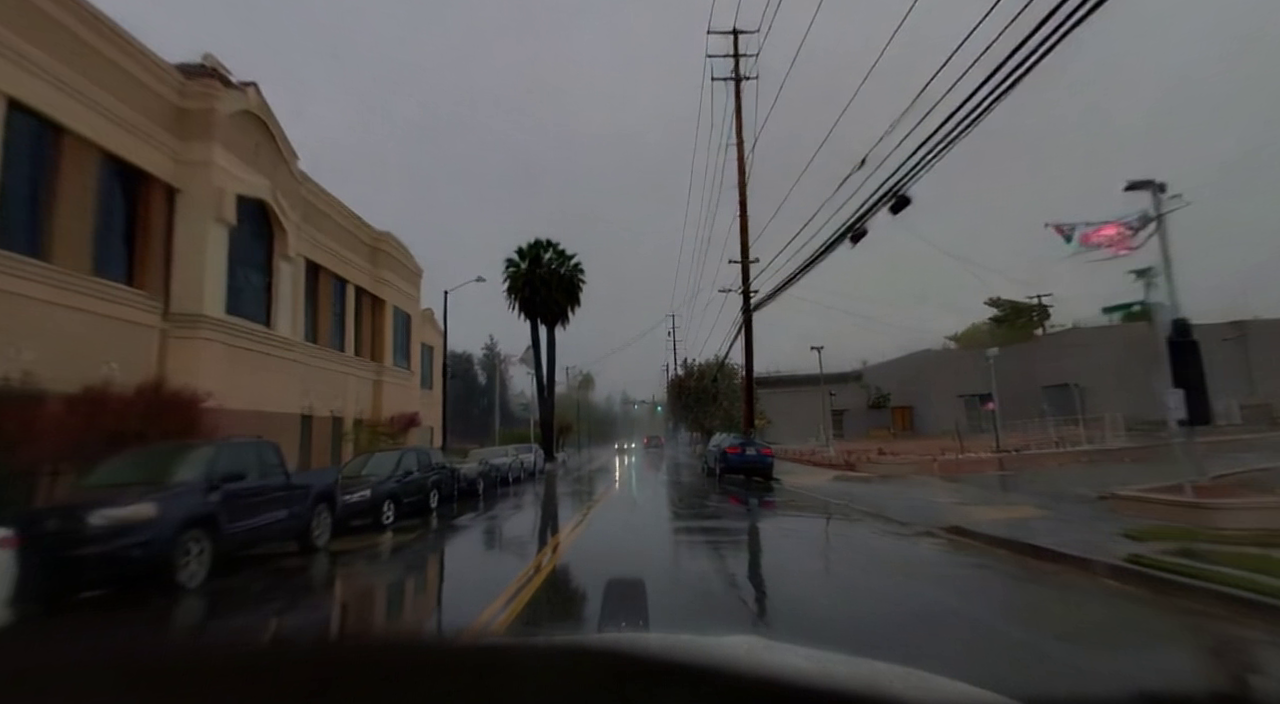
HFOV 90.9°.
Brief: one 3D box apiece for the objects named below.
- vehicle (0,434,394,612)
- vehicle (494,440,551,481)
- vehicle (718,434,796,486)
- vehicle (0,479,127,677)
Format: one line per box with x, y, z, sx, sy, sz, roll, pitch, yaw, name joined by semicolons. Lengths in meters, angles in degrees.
-5.846;2.174;9.224;2.286;1.836;5.088;-1;-8;2;vehicle
-5.841;5.453;31.973;2.126;1.864;4.831;0;-8;-2;vehicle
3.916;3.706;21.986;1.948;1.607;4.873;0;-8;2;vehicle
-5.986;1.623;3.751;1.982;1.453;4.577;0;-8;1;vehicle
